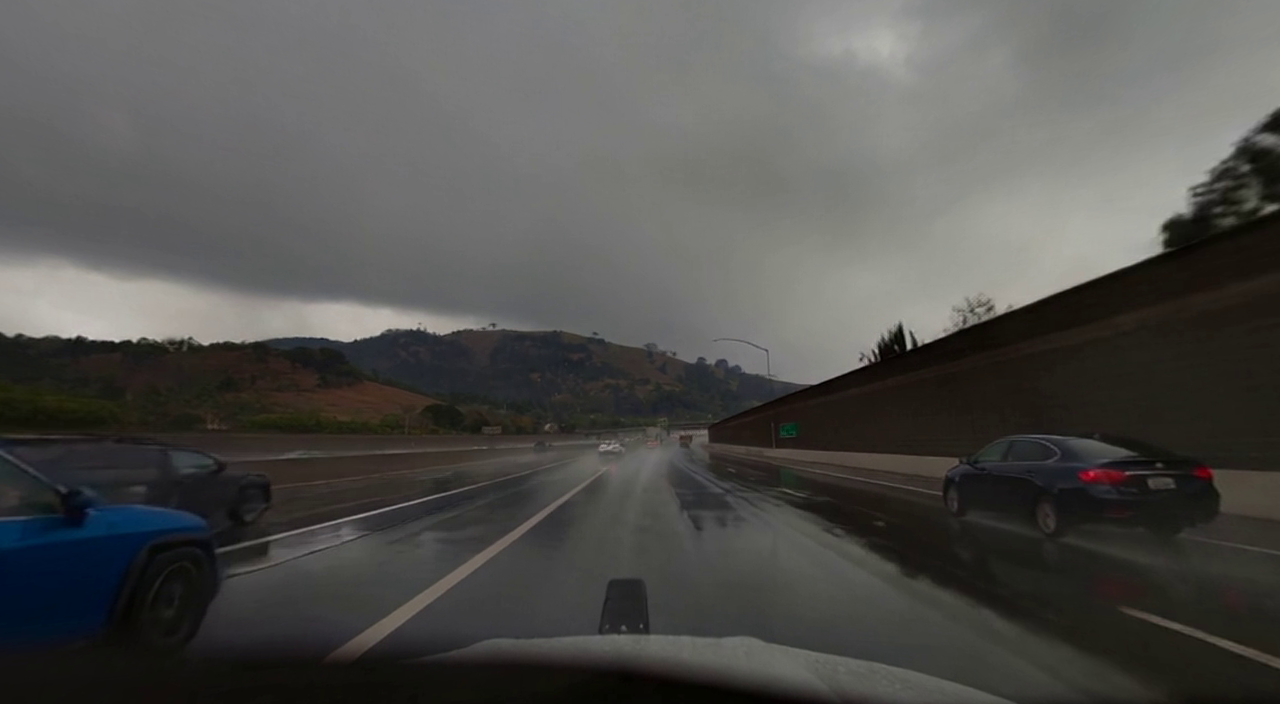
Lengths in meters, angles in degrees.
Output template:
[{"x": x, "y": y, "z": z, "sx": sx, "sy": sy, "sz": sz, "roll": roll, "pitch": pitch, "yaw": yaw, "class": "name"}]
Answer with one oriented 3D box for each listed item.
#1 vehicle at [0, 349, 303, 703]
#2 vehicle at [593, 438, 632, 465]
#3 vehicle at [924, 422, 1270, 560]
[{"x": -3.940, "y": 0.834, "z": 2.585, "sx": 2.210, "sy": 1.730, "sz": 5.133, "roll": 0, "pitch": -8, "yaw": 1, "class": "vehicle"}, {"x": -1.964, "y": 7.309, "z": 46.409, "sx": 2.172, "sy": 1.824, "sz": 5.031, "roll": -1, "pitch": -8, "yaw": 5, "class": "vehicle"}, {"x": 6.541, "y": 2.011, "z": 9.921, "sx": 2.122, "sy": 1.646, "sz": 4.491, "roll": 0, "pitch": -8, "yaw": 1, "class": "vehicle"}]
